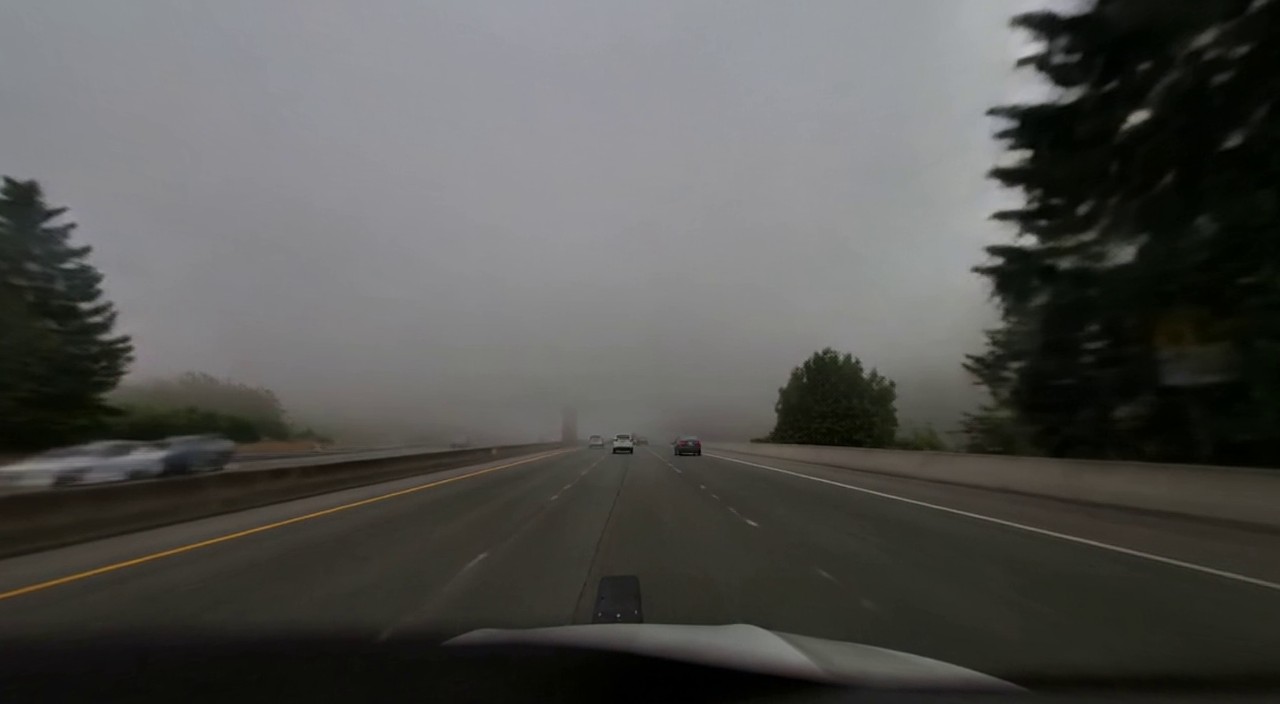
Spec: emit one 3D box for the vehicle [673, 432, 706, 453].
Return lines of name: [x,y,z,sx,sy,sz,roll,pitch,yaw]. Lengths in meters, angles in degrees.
vehicle: [3.729,6.883,48.027,2.056,1.508,4.093,0,-8,-2]

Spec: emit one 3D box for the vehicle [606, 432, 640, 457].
vehicle: [-1.036,5.609,38.481,1.987,1.440,3.565,0,-8,-1]

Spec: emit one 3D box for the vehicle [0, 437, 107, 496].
vehicle: [-17.095,3.037,16.914,1.824,1.467,4.383,0,-8,-2]
